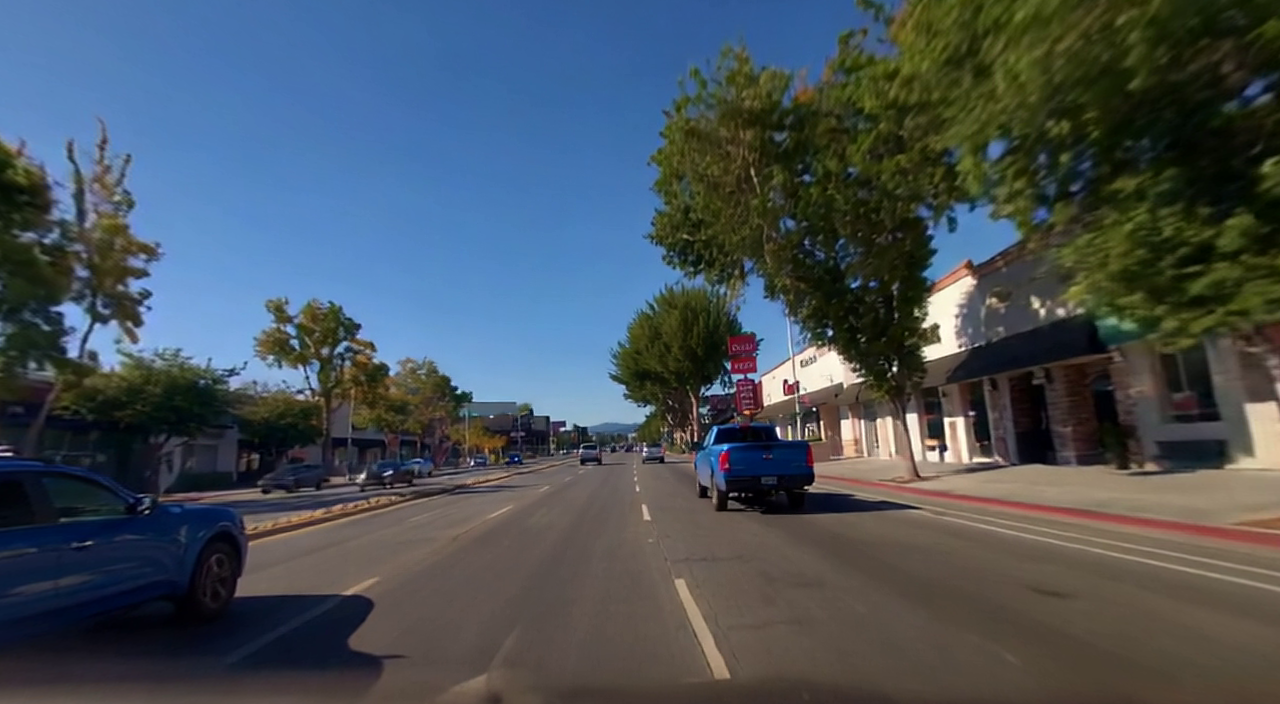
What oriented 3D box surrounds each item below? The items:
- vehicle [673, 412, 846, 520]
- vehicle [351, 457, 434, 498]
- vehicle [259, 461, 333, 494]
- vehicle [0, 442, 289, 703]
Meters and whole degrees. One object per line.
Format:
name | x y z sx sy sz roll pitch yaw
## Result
vehicle | 2.349 2.515 14.535 2.590 1.932 5.776 0 -8 -3
vehicle | -9.947 5.053 25.786 1.780 1.412 4.283 -1 -8 -2
vehicle | -21.441 7.801 39.579 2.078 1.779 4.497 -1 -8 0
vehicle | -3.704 1.125 2.736 1.888 1.424 4.553 -1 -8 -2
